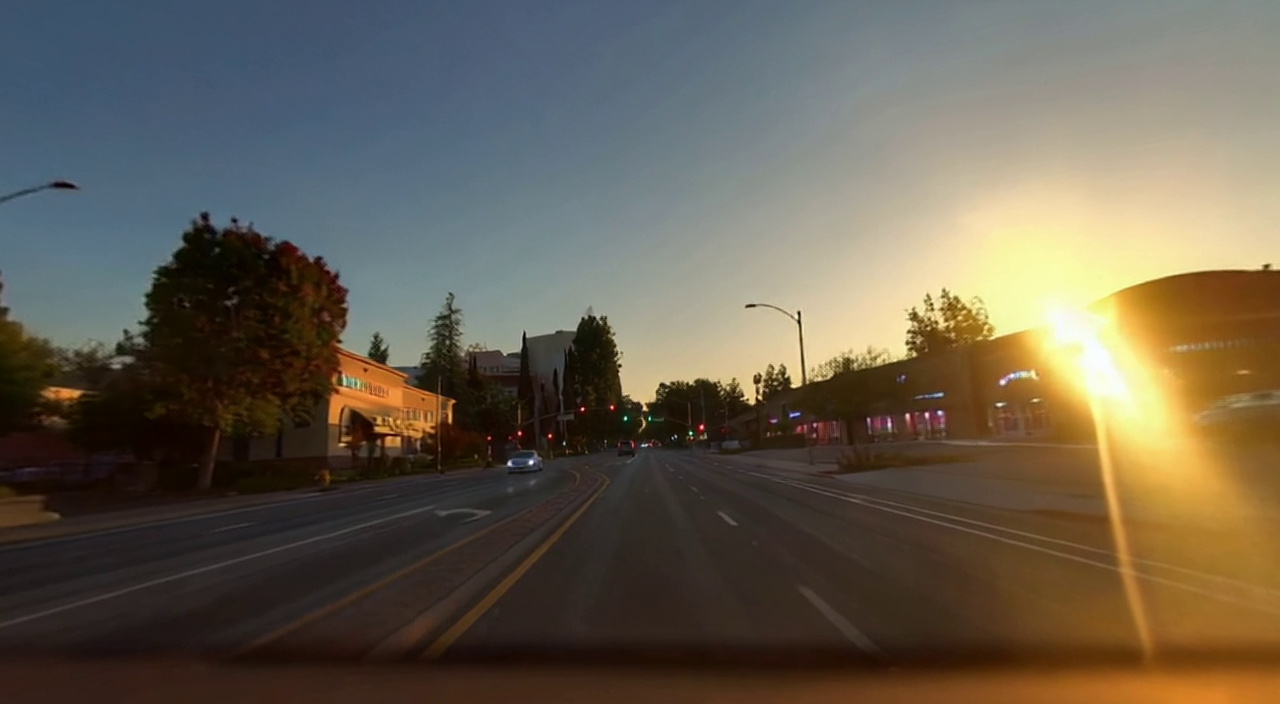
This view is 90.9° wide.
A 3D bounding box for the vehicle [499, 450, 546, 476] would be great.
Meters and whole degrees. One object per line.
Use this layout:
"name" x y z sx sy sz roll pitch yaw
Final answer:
"vehicle" -7.098 6.743 38.473 1.954 1.451 4.536 0 -8 1
